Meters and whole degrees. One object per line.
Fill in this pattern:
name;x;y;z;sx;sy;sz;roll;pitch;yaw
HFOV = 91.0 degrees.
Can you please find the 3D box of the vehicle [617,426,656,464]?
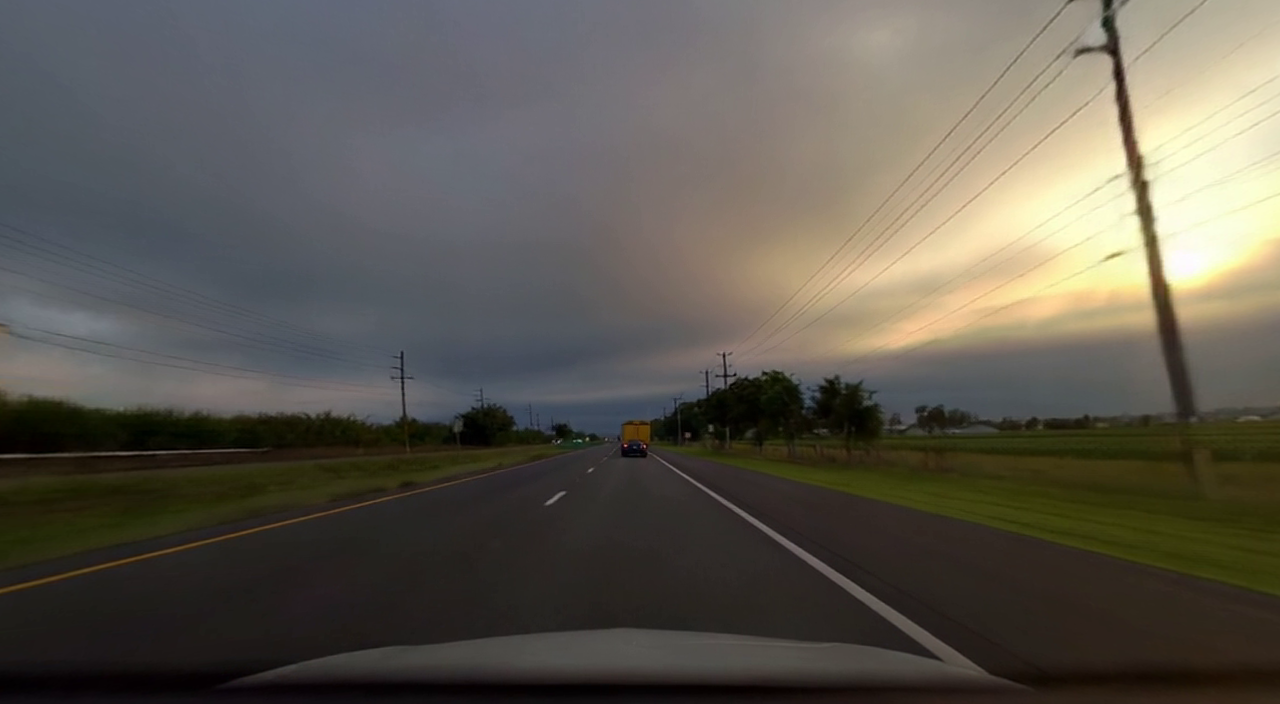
vehicle;-0.266;5.726;38.770;2.240;2.129;4.480;0;-8;-2
